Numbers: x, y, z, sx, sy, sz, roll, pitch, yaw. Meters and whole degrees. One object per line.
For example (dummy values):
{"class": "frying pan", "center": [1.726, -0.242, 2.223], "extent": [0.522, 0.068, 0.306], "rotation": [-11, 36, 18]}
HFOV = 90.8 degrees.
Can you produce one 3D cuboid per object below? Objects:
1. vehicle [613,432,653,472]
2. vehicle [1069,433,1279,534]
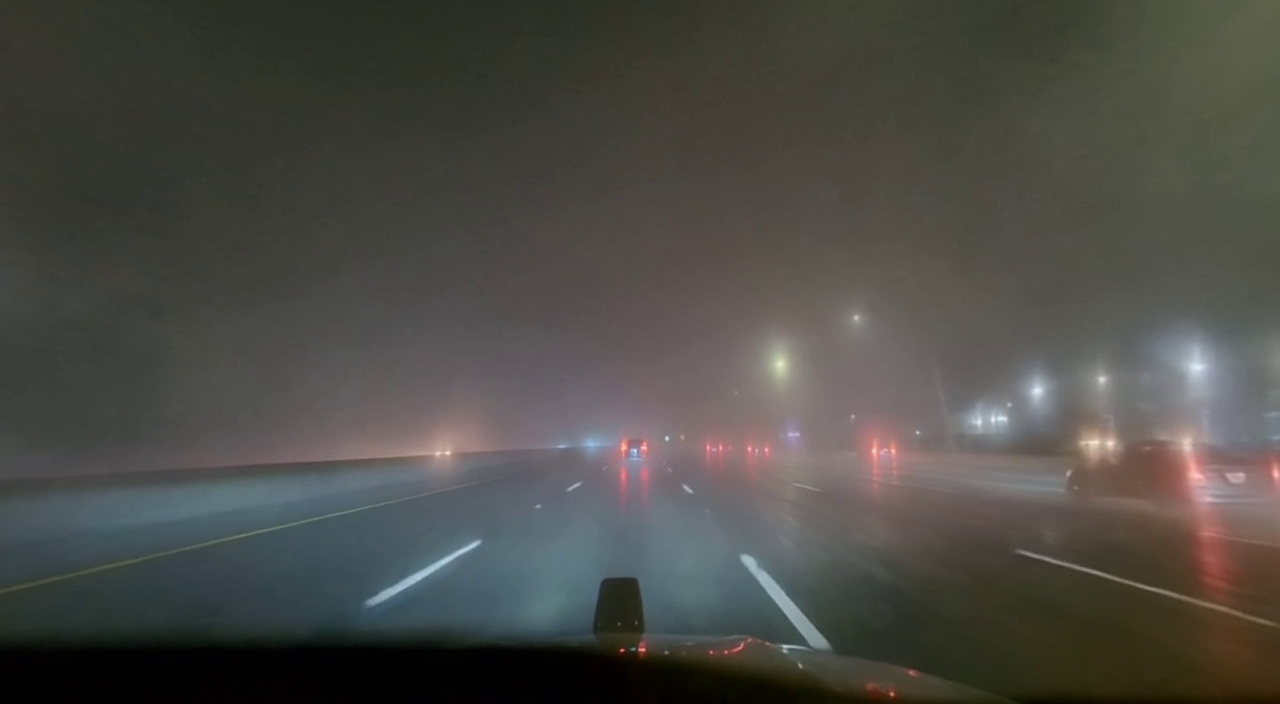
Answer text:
{"class": "vehicle", "center": [-0.282, 5.024, 31.889], "extent": [1.893, 1.827, 4.513], "rotation": [0, -8, 1]}
{"class": "vehicle", "center": [10.154, 2.206, 11.199], "extent": [1.900, 1.432, 4.519], "rotation": [0, -8, 0]}
